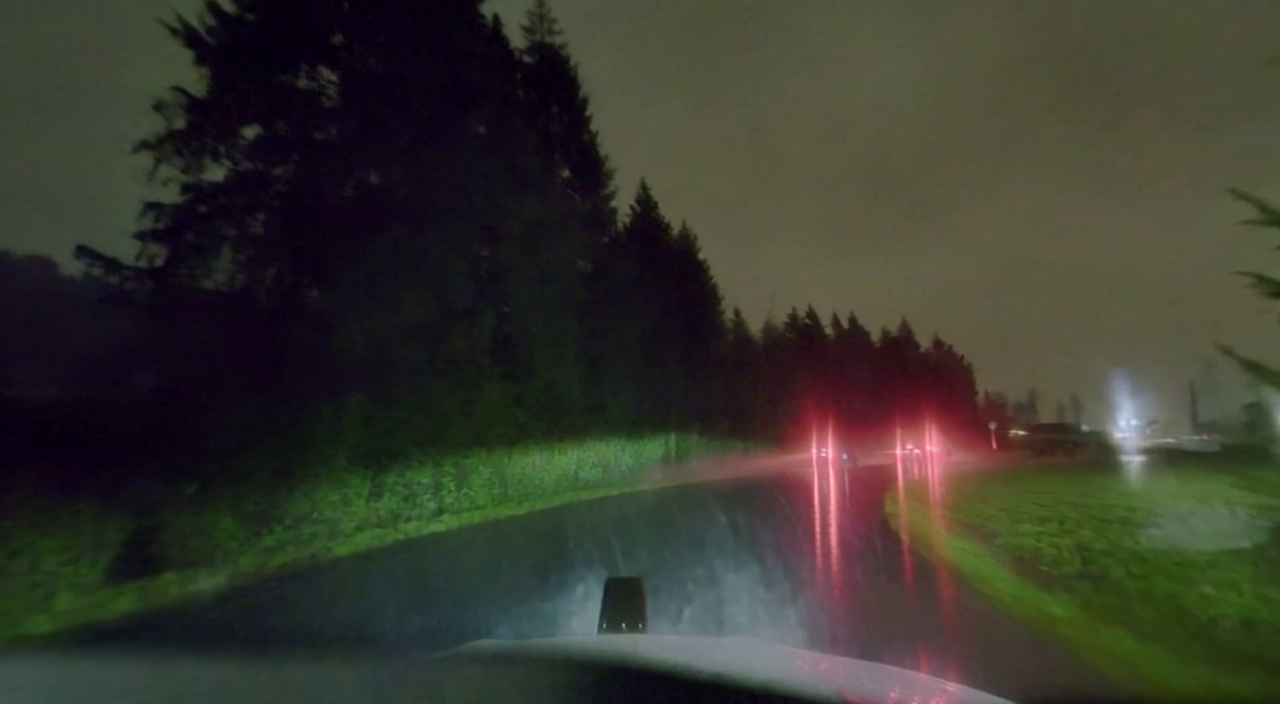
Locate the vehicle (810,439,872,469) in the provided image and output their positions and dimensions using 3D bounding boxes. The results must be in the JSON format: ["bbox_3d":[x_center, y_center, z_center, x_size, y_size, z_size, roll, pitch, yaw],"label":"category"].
[{"bbox_3d":[12.895,6.507,40.140,4.257,1.789,1.988,9,-11,-43],"label":"vehicle"}]
